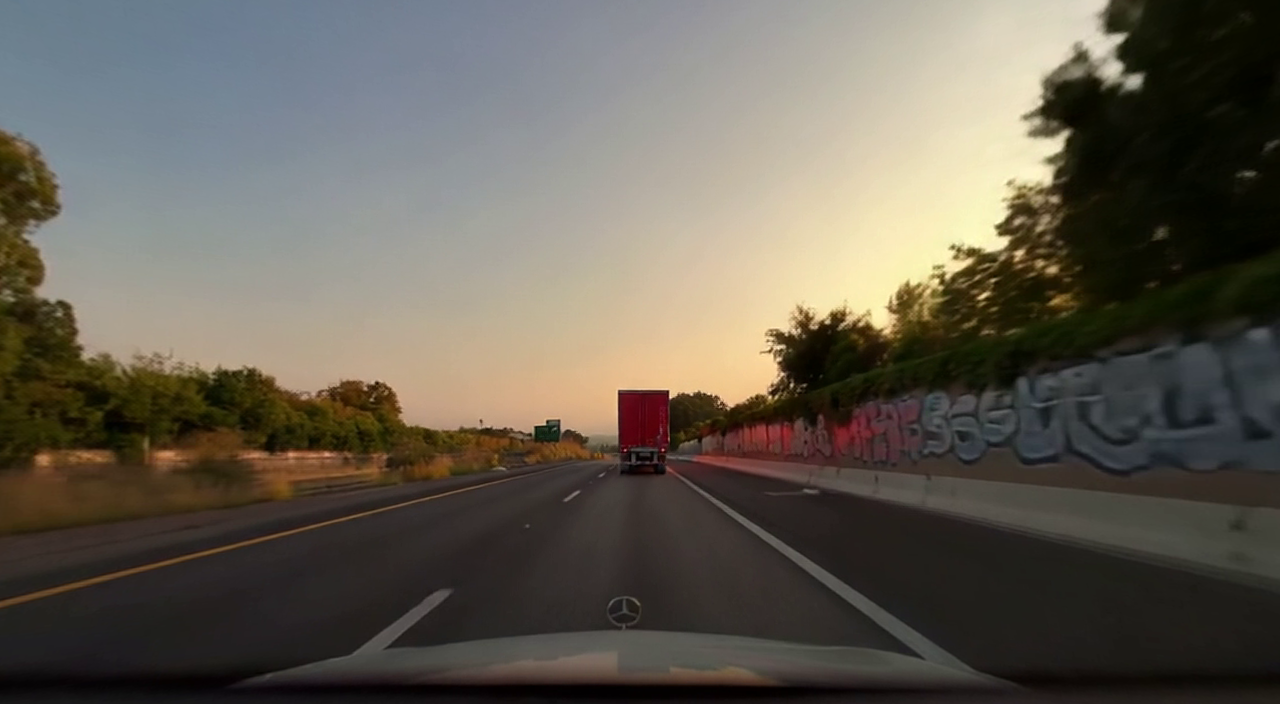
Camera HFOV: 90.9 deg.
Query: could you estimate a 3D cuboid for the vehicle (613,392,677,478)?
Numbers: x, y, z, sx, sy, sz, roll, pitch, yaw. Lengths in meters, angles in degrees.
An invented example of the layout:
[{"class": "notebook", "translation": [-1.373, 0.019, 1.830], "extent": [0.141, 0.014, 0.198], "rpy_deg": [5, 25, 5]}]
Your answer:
[{"class": "vehicle", "translation": [0.128, 4.600, 34.085], "extent": [2.900, 3.955, 10.151], "rpy_deg": [0, -9, -1]}]
